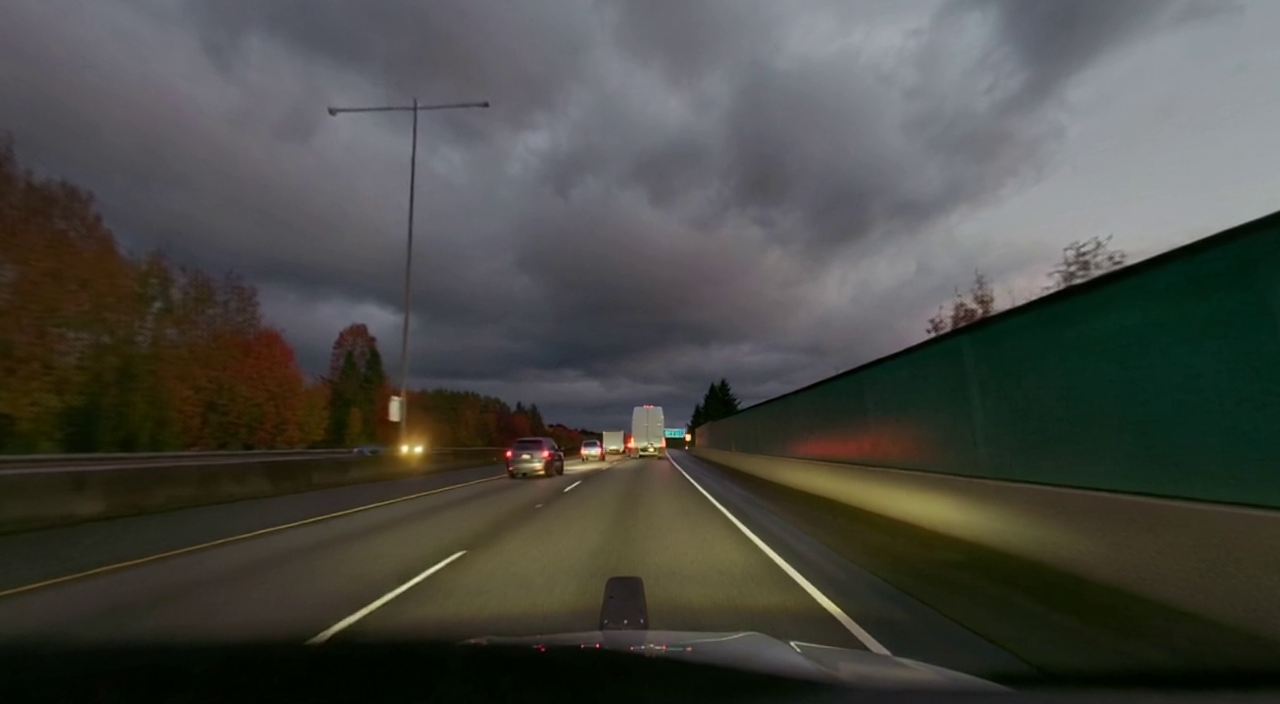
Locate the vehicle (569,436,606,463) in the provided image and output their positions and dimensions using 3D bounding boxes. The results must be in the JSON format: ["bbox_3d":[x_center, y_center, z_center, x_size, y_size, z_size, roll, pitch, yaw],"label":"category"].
[{"bbox_3d":[-3.295,6.202,40.136,1.962,1.575,4.158,0,-8,1],"label":"vehicle"}]

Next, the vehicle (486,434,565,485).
[{"bbox_3d":[-3.784,3.601,21.484,1.927,1.556,3.921,0,-8,1],"label":"vehicle"}]

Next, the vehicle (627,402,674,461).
[{"bbox_3d":[0.712,5.694,44.561,2.933,3.701,10.425,0,-8,1],"label":"vehicle"}]
